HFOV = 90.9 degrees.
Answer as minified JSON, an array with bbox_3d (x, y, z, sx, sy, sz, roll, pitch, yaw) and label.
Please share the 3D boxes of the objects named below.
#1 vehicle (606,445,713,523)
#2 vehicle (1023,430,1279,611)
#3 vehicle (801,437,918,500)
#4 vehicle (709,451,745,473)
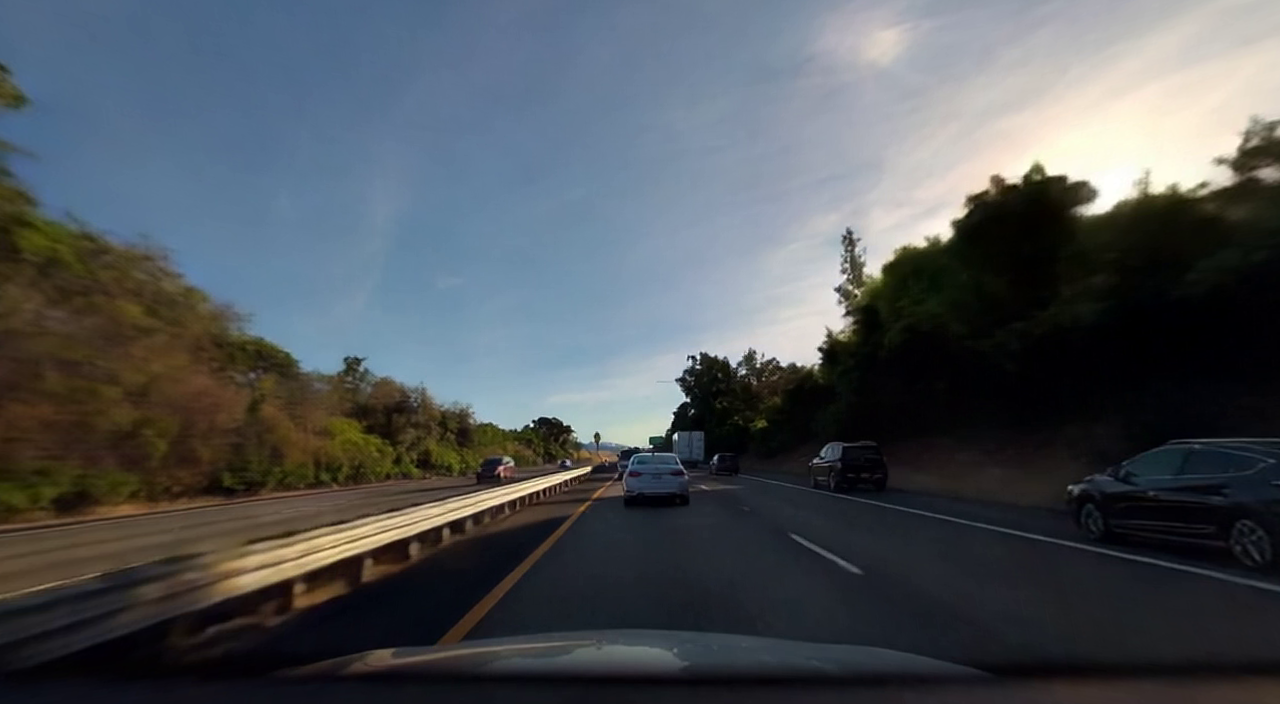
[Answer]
[{"bbox_3d":[0.369,2.871,14.183,2.076,1.485,3.774,0,-9,0],"label":"vehicle"},{"bbox_3d":[6.270,1.598,6.530,1.965,1.484,4.090,0,-9,0],"label":"vehicle"},{"bbox_3d":[6.549,3.531,19.414,1.980,1.702,4.235,0,-9,-1],"label":"vehicle"},{"bbox_3d":[6.138,7.782,44.716,1.921,1.451,3.841,0,-9,-1],"label":"vehicle"}]
